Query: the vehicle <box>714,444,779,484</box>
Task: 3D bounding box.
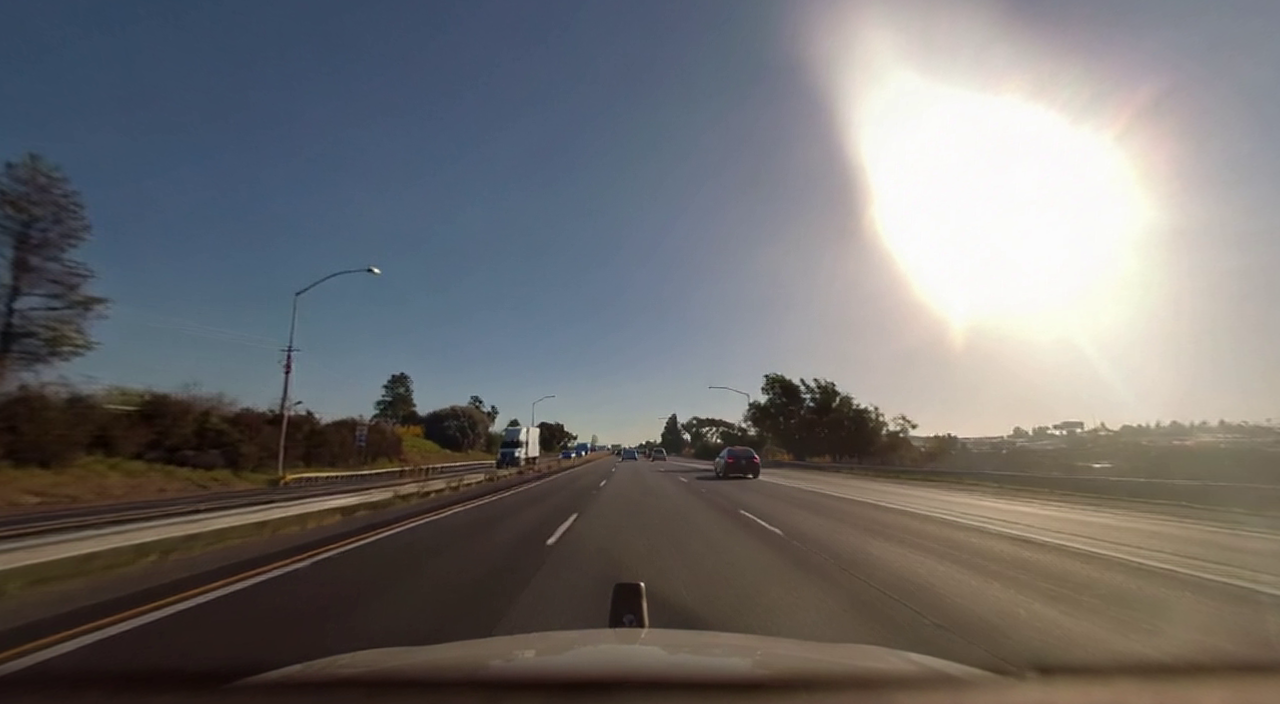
[{"bbox_3d":[4.259,4.561,25.649,1.917,1.488,3.693,0,-9,-1],"label":"vehicle"}]
